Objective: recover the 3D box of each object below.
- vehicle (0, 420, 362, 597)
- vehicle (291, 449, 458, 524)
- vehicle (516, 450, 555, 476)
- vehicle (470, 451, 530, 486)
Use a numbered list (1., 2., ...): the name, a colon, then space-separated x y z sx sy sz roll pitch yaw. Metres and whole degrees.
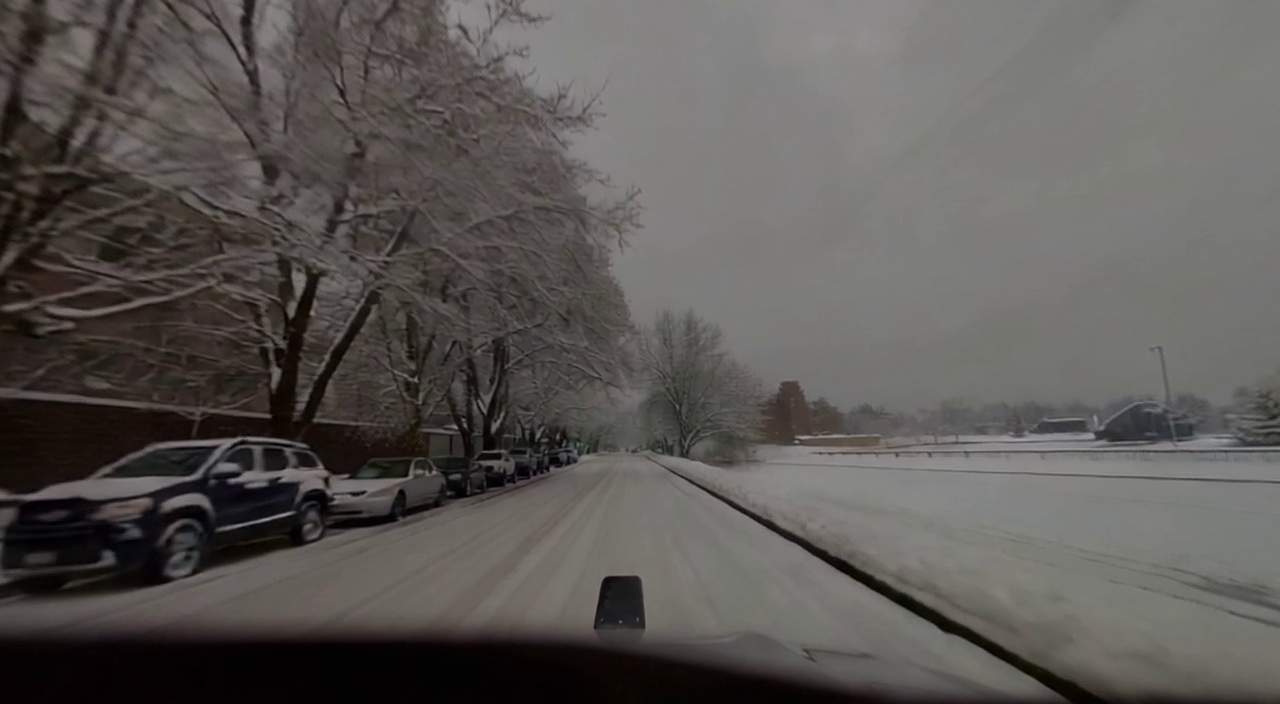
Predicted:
1. vehicle: -6.274 2.012 9.254 1.976 1.805 5.123 1 -8 1
2. vehicle: -6.320 3.210 15.837 1.925 1.488 4.983 1 -8 1
3. vehicle: -6.843 7.286 41.758 1.952 1.514 4.630 1 -8 -2
4. vehicle: -6.539 5.461 29.999 1.906 1.460 4.391 1 -8 -1
